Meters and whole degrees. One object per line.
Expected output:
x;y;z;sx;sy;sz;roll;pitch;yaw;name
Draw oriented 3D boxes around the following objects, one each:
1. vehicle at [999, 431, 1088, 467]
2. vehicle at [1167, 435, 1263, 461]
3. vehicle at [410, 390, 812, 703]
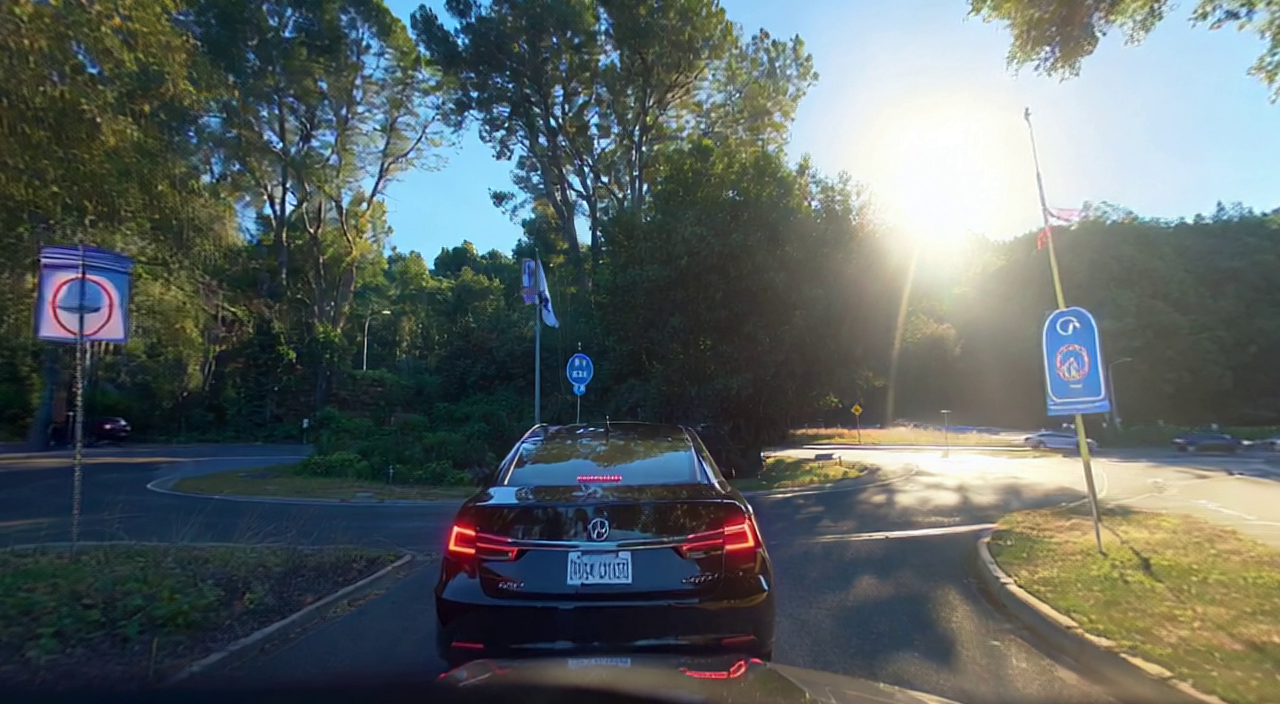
20.407;4.887;31.822;4.485;1.691;2.132;6;-11;-35;vehicle
33.858;5.667;37.141;4.147;1.475;1.850;1;-9;-9;vehicle
-0.061;1.332;5.346;2.078;1.607;4.010;-1;-9;3;vehicle
